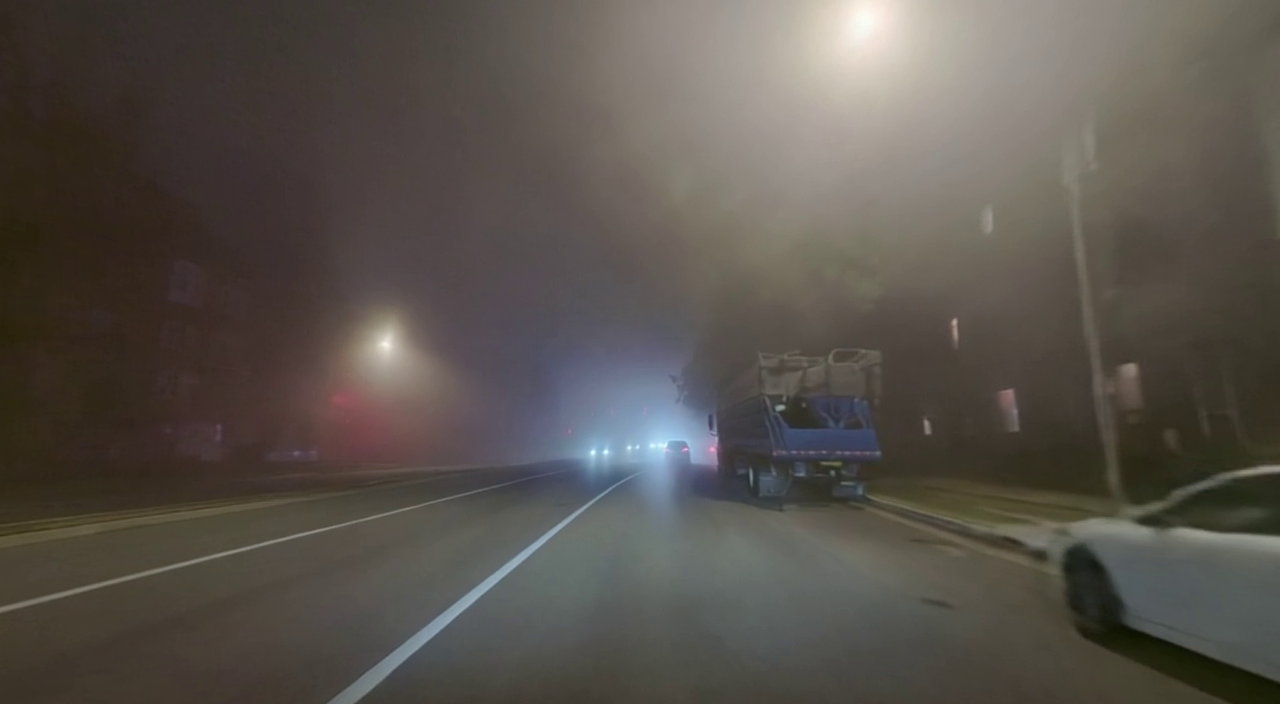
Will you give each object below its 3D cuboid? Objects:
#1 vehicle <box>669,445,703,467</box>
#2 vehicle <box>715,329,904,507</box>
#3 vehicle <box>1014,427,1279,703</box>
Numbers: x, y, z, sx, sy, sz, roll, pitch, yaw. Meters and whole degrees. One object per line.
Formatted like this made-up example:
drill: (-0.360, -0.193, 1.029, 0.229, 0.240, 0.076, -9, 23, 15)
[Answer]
vehicle: (3.044, 6.759, 41.163, 1.871, 1.370, 4.206, -1, -8, 9)
vehicle: (4.546, 2.405, 20.800, 3.157, 3.982, 13.307, 0, -8, 3)
vehicle: (4.089, 1.095, 2.977, 1.884, 1.472, 4.650, 0, -8, 1)
